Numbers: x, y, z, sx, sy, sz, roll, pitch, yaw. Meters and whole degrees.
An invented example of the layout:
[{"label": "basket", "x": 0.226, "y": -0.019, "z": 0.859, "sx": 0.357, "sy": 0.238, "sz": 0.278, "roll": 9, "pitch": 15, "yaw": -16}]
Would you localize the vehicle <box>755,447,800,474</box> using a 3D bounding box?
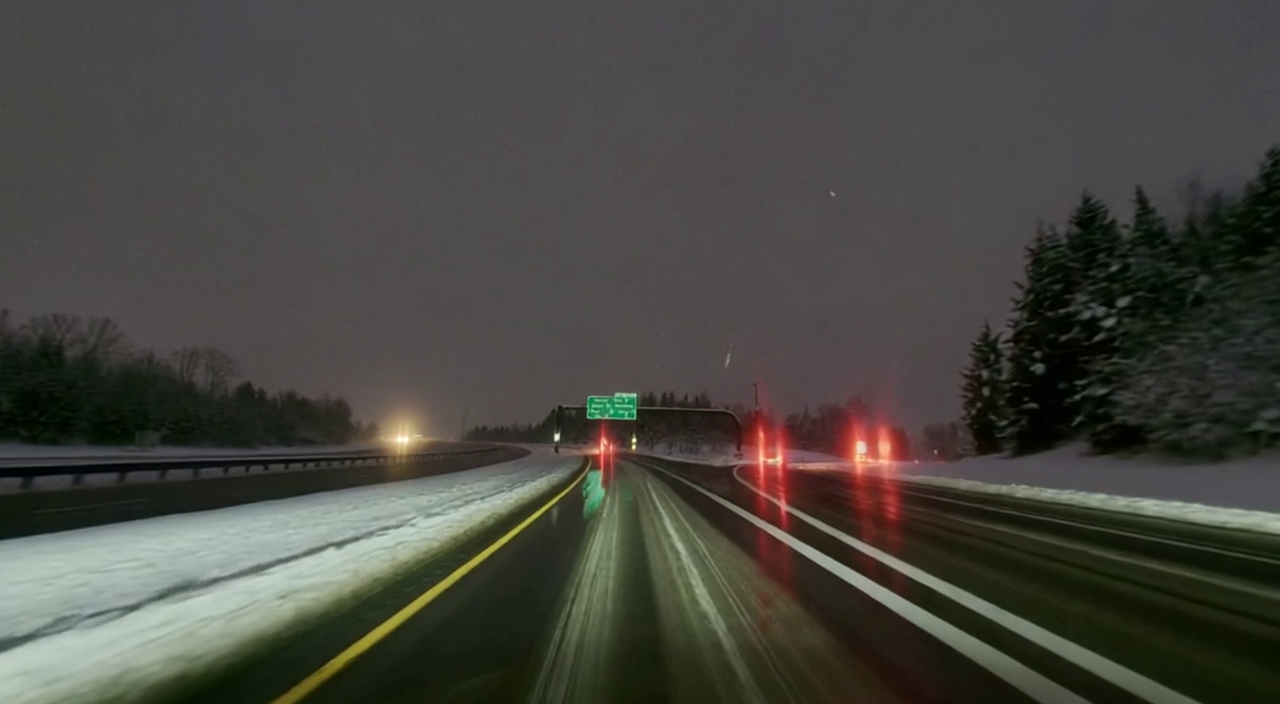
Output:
[{"label": "vehicle", "x": 7.896, "y": 6.271, "z": 36.422, "sx": 2.129, "sy": 1.444, "sz": 3.649, "roll": -2, "pitch": -9, "yaw": 7}]
